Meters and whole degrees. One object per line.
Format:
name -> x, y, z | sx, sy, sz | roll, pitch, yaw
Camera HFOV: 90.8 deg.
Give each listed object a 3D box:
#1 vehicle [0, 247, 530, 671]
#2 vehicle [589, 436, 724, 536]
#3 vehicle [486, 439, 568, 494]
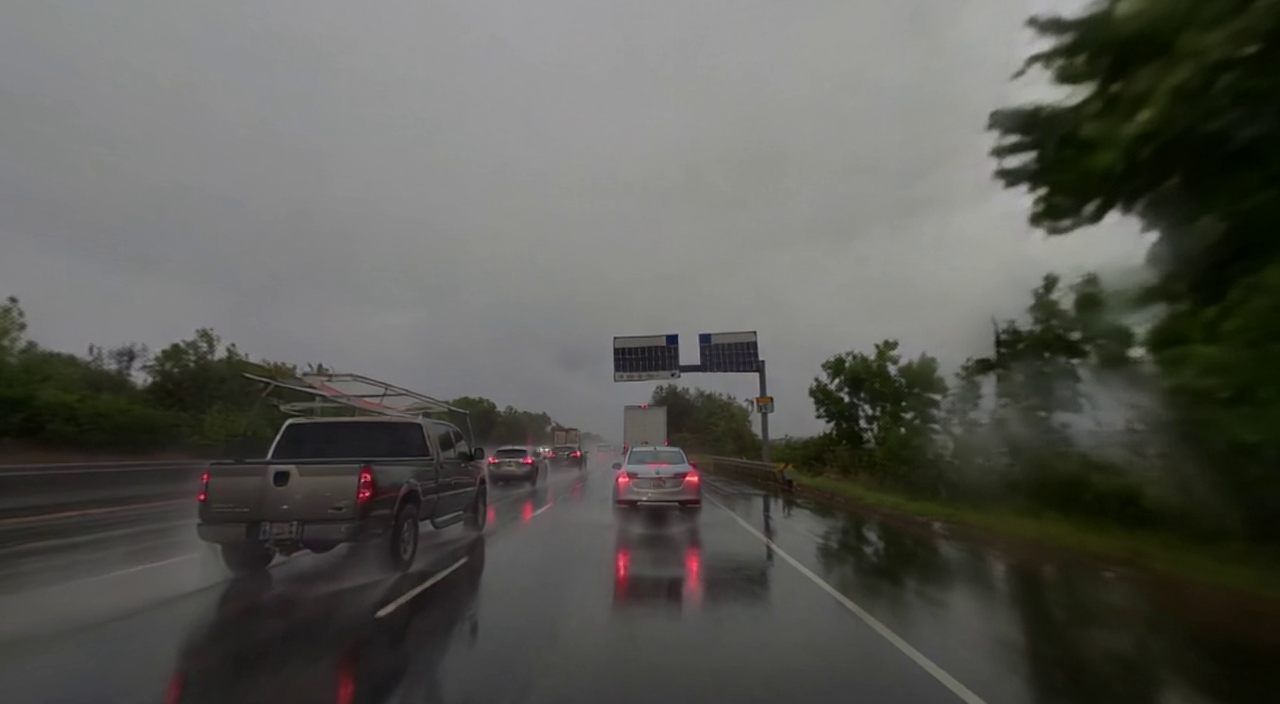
vehicle -> -3.070, 1.151, 7.487 | 2.289, 2.757, 6.726 | 0, -9, 0
vehicle -> 0.227, 2.318, 11.418 | 2.063, 1.507, 3.488 | 0, -9, -1
vehicle -> -3.609, 3.742, 20.870 | 1.963, 1.627, 3.849 | 0, -9, 0
